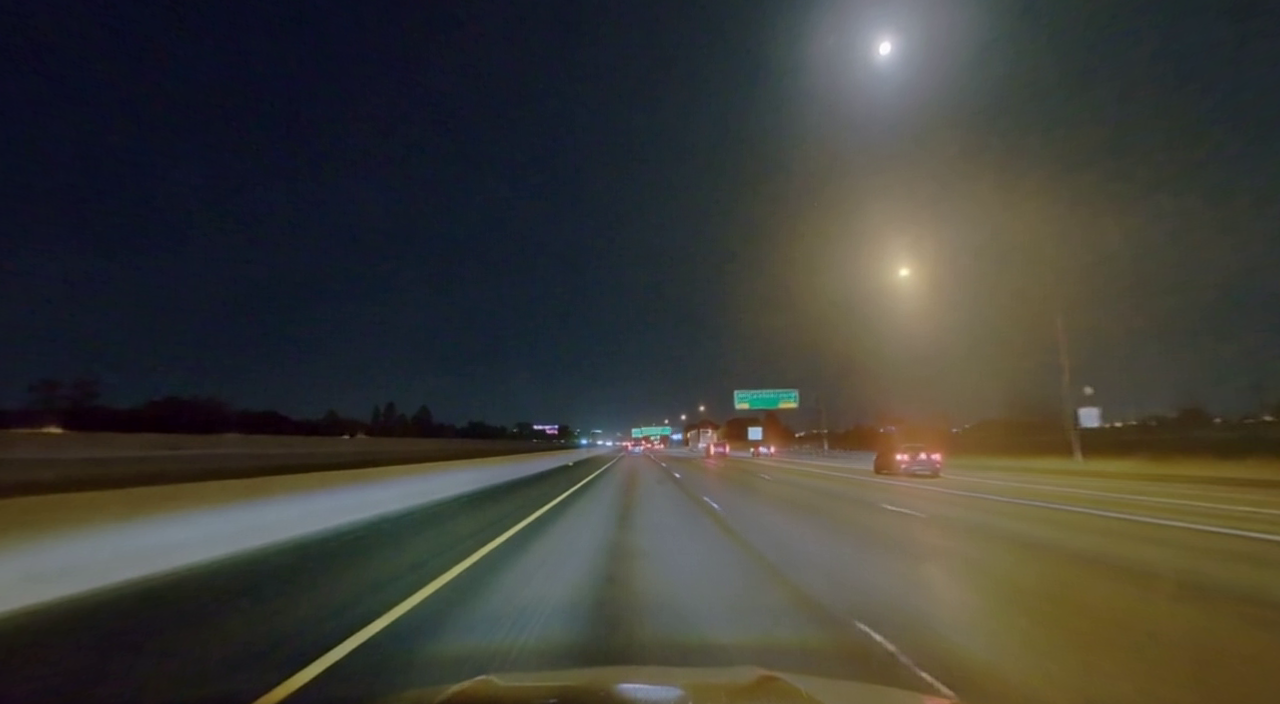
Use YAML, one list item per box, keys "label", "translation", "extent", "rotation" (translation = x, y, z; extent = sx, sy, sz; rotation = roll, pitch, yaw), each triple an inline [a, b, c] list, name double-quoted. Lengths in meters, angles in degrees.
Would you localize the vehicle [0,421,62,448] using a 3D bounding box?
- label: "vehicle"
  translation: [-37.469, 4.955, 37.608]
  extent: [1.850, 1.517, 4.306]
  rotation: [0, -8, -1]
